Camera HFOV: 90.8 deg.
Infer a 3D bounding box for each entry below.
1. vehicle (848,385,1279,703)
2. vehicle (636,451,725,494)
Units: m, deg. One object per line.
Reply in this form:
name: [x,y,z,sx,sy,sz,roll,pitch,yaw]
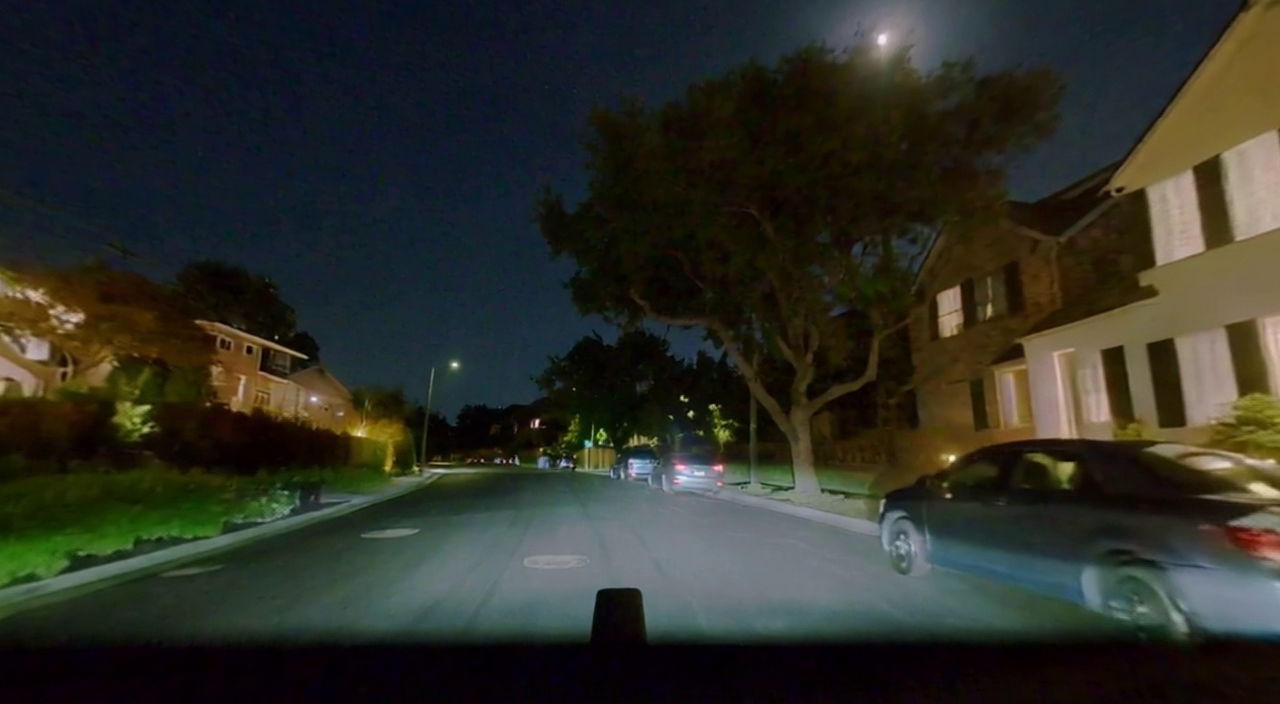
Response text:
vehicle: [4.081,1.410,5.628,2.111,1.771,4.942,1,-9,-9]
vehicle: [1.459,4.705,25.099,2.193,1.504,4.576,2,-9,-15]
